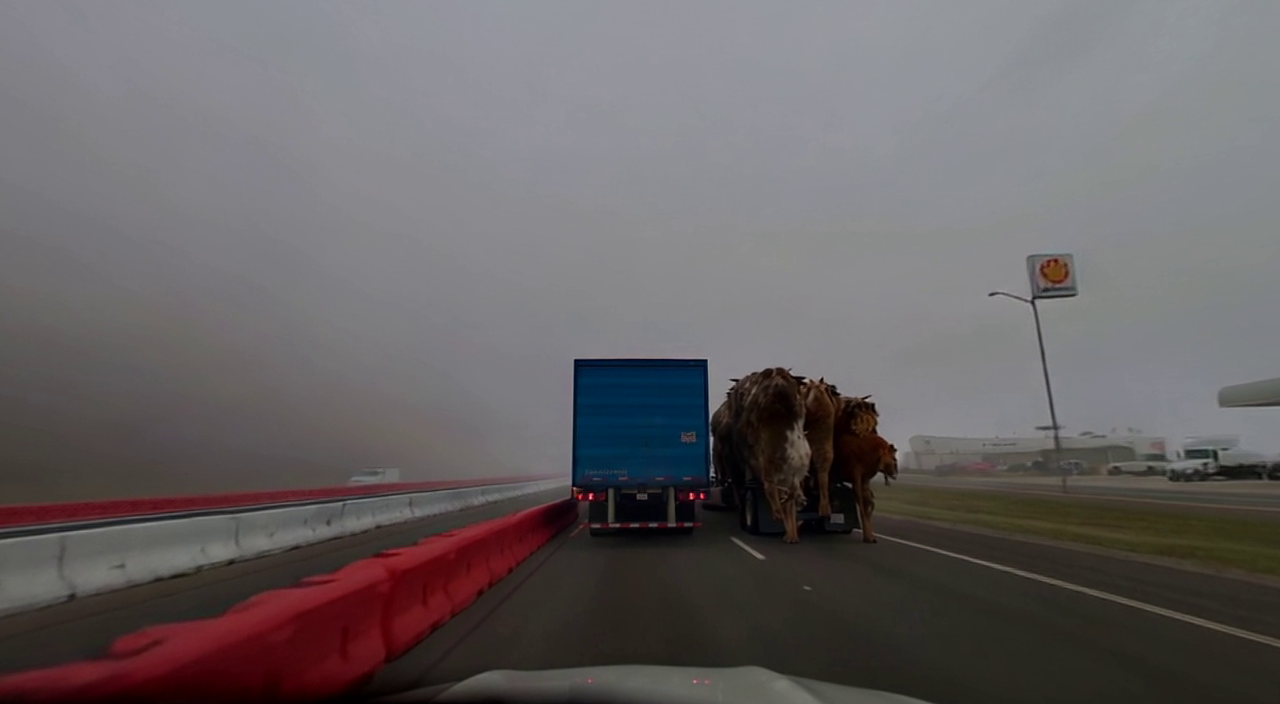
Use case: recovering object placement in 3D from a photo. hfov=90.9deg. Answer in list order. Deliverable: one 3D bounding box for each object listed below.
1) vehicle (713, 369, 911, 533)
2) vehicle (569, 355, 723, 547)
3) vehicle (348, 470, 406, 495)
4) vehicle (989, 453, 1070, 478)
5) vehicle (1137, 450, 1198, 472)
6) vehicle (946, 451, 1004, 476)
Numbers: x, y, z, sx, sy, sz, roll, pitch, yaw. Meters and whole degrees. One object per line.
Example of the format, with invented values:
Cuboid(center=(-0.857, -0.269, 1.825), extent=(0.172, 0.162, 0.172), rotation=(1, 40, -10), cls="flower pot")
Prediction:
Cuboid(center=(4.426, 3.074, 19.000), extent=(2.936, 3.640, 9.443), rotation=(1, -10, -2), cls="vehicle")
Cuboid(center=(0.046, 2.482, 15.316), extent=(2.618, 3.306, 8.676), rotation=(1, -10, -1), cls="vehicle")
Cuboid(center=(-16.839, 8.367, 40.588), extent=(1.892, 1.507, 4.458), rotation=(1, -10, -1), cls="vehicle")
Cuboid(center=(24.576, 7.215, 39.947), extent=(1.762, 1.470, 4.485), rotation=(3, -11, -10), cls="vehicle")
Cuboid(center=(37.024, 7.659, 44.200), extent=(4.315, 1.469, 1.823), rotation=(7, -12, -31), cls="vehicle")
Cuboid(center=(24.698, 8.238, 46.569), extent=(1.919, 1.722, 4.024), rotation=(1, -10, -2), cls="vehicle")
